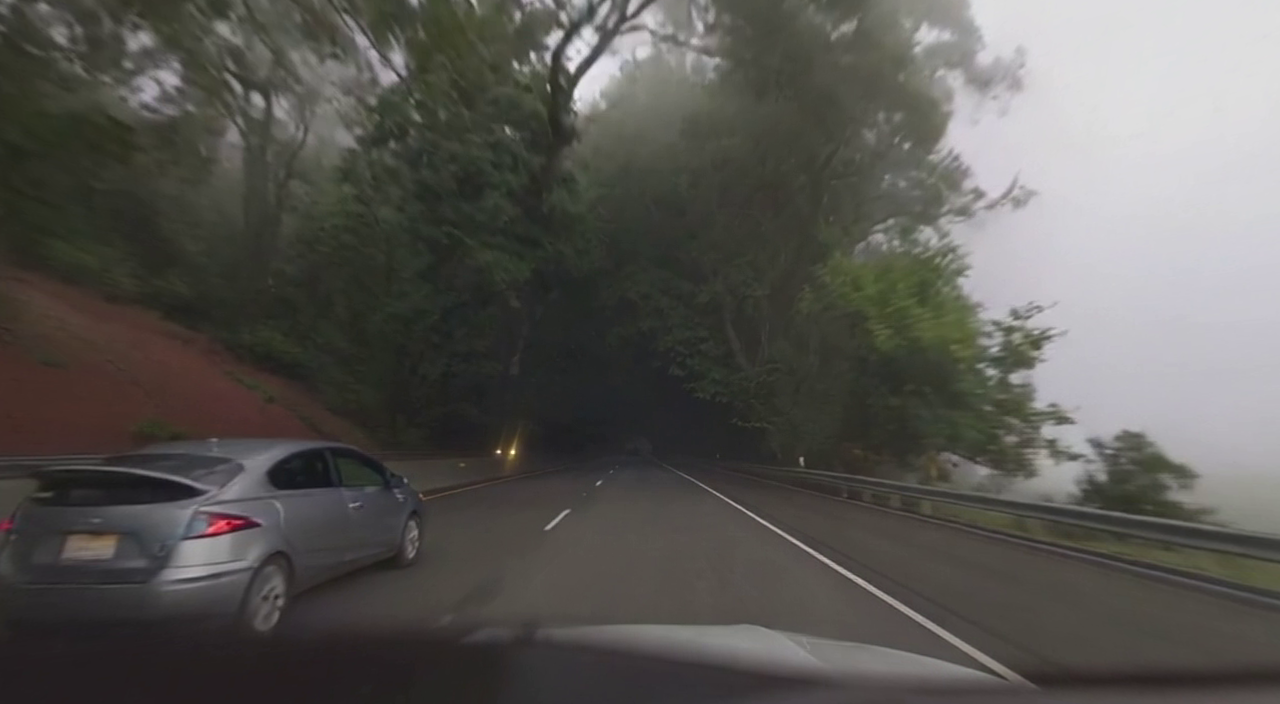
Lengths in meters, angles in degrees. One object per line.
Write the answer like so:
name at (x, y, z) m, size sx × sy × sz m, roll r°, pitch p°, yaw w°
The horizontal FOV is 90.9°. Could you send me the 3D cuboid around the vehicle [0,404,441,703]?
vehicle at (-3.318, 1.338, 5.061) m, size 1.977 × 1.520 × 4.361 m, roll 0°, pitch -9°, yaw 0°
